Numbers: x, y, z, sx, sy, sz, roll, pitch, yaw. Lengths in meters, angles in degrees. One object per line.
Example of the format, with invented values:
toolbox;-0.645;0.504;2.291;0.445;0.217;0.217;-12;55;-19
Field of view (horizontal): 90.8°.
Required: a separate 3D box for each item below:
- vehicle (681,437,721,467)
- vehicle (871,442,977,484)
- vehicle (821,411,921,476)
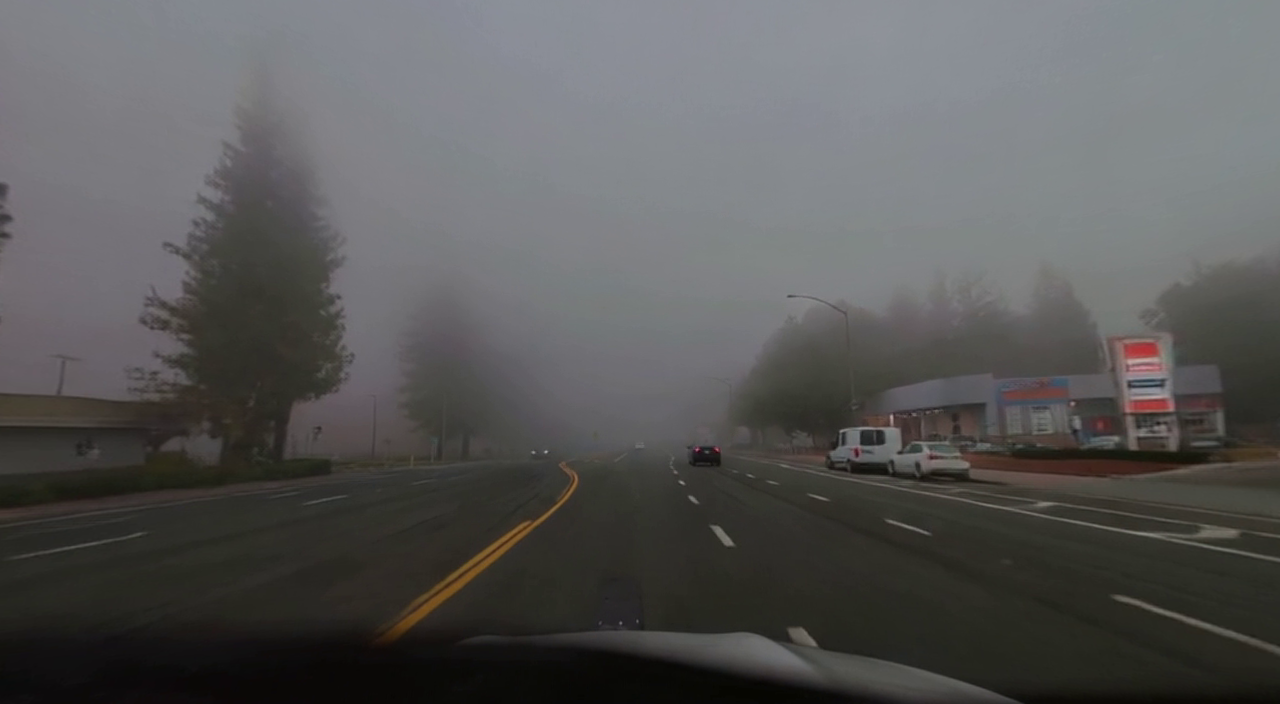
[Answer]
vehicle;3.587;5.977;37.812;1.957;1.643;4.226;0;-9;0
vehicle;10.738;4.220;24.336;1.857;1.411;4.859;0;-9;1
vehicle;10.774;4.374;30.097;2.507;2.745;5.779;0;-9;0
